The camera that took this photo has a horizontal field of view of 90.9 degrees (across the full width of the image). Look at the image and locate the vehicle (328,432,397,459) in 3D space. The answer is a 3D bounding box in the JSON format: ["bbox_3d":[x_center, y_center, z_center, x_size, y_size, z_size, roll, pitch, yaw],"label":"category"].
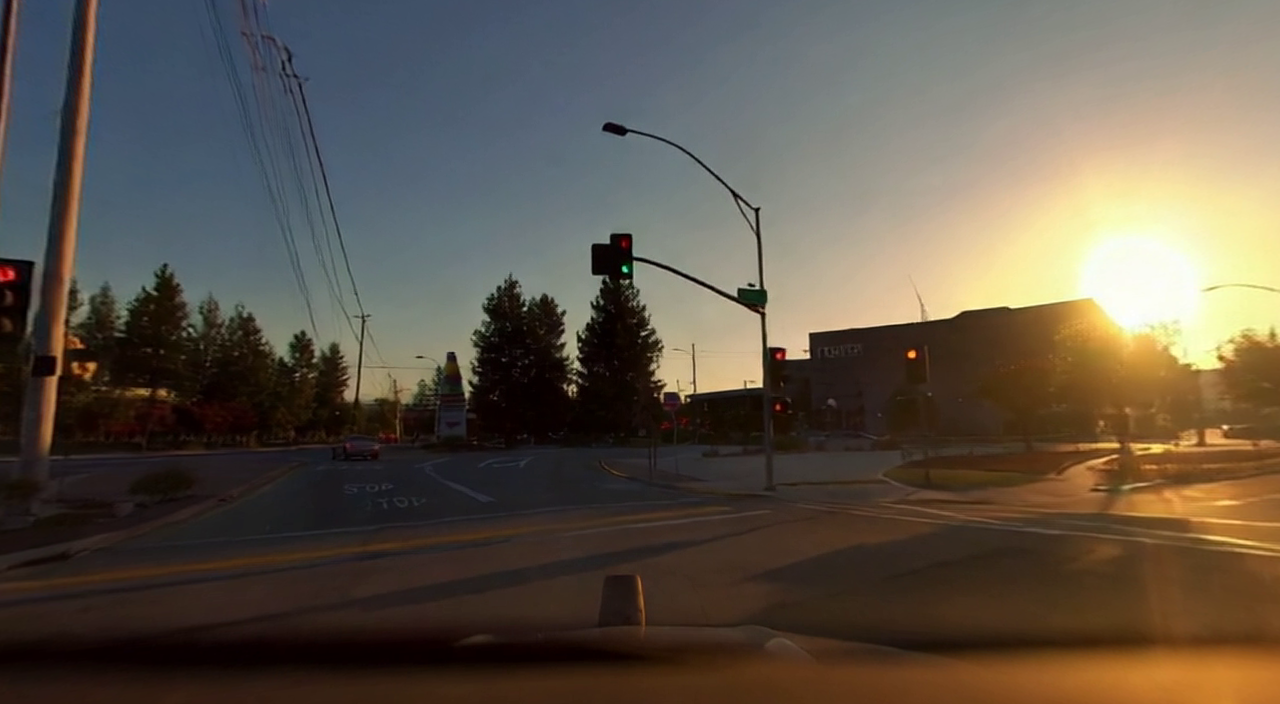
[{"bbox_3d":[-21.369,7.198,48.394,5.570,1.923,2.336,-6,-11,37],"label":"vehicle"}]
